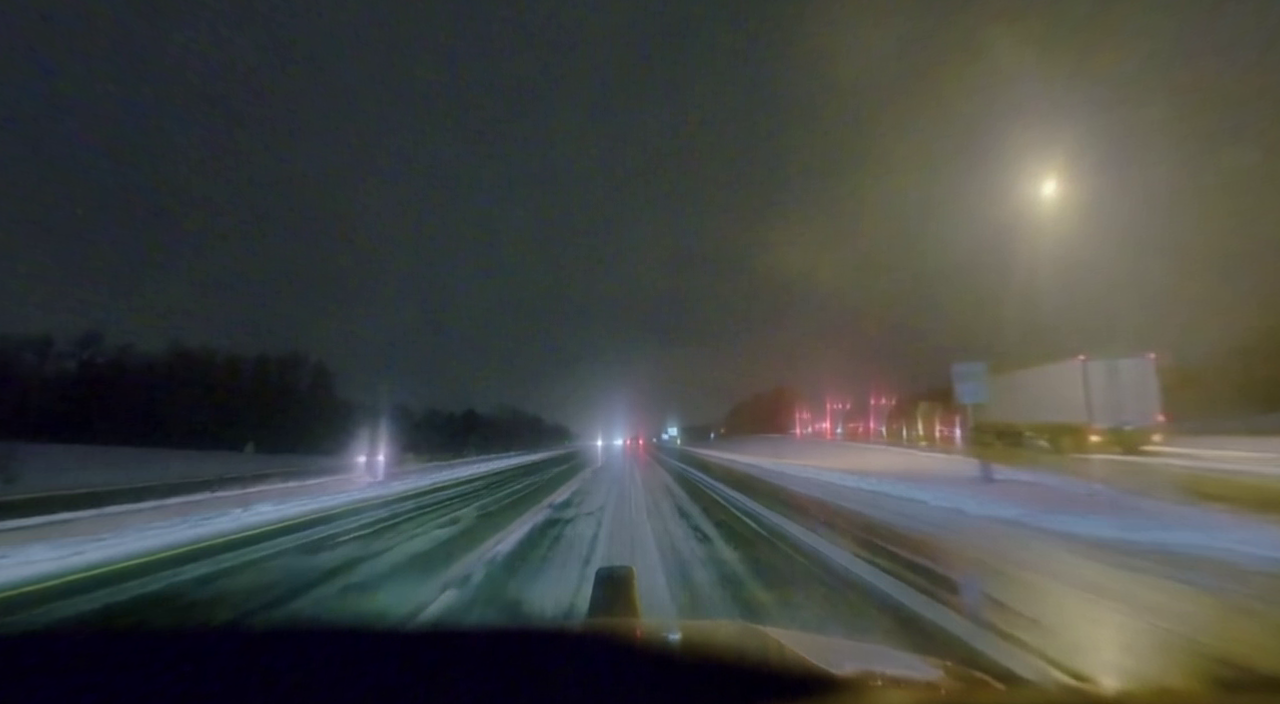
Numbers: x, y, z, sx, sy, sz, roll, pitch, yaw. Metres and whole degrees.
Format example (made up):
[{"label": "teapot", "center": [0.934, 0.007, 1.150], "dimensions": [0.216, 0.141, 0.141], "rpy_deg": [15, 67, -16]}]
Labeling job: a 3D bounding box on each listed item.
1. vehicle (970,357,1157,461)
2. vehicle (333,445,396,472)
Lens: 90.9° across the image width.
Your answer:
[{"label": "vehicle", "center": [20.233, 3.170, 31.716], "dimensions": [3.187, 4.063, 13.741], "rpy_deg": [-2, -8, 14]}, {"label": "vehicle", "center": [-16.392, 6.329, 37.772], "dimensions": [1.792, 1.439, 4.421], "rpy_deg": [0, -8, 0]}]
